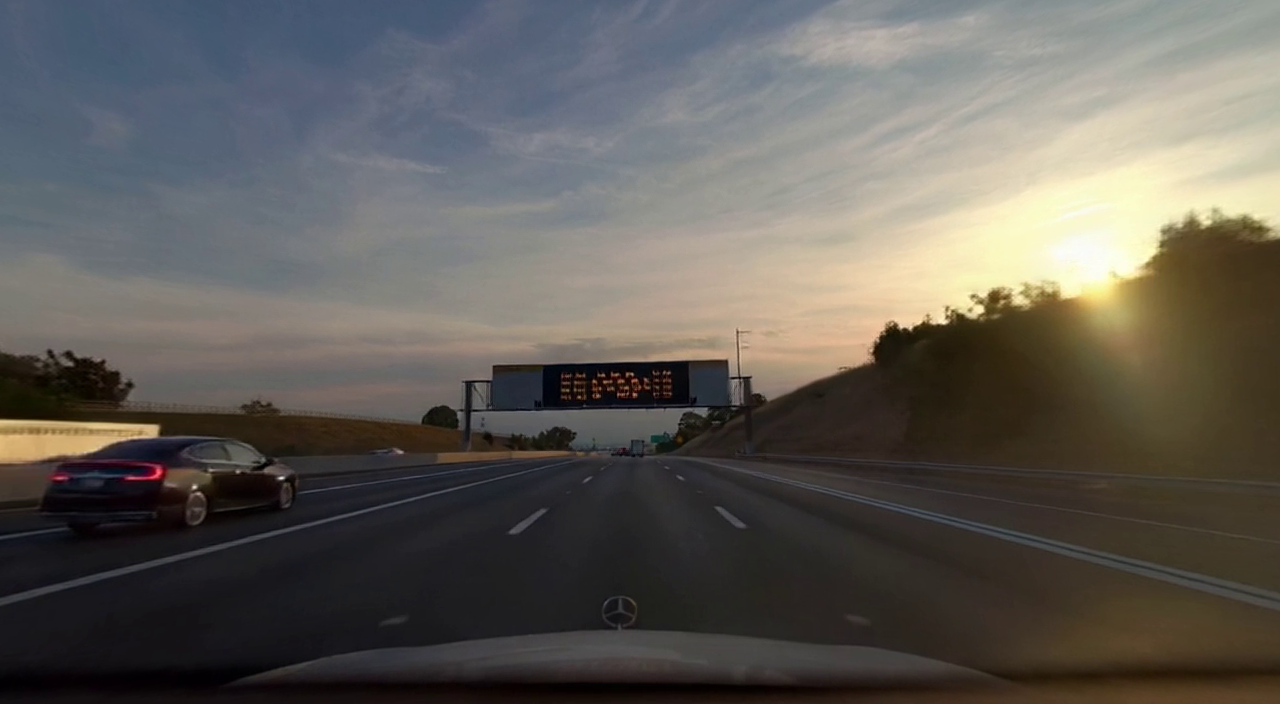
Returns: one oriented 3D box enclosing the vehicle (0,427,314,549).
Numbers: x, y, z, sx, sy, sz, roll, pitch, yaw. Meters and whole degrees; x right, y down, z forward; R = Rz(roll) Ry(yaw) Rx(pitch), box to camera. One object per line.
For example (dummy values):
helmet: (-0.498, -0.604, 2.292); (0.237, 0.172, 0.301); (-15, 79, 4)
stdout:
vehicle: (-7.771, 2.105, 10.573); (2.005, 1.545, 4.874); (0, -8, 0)
